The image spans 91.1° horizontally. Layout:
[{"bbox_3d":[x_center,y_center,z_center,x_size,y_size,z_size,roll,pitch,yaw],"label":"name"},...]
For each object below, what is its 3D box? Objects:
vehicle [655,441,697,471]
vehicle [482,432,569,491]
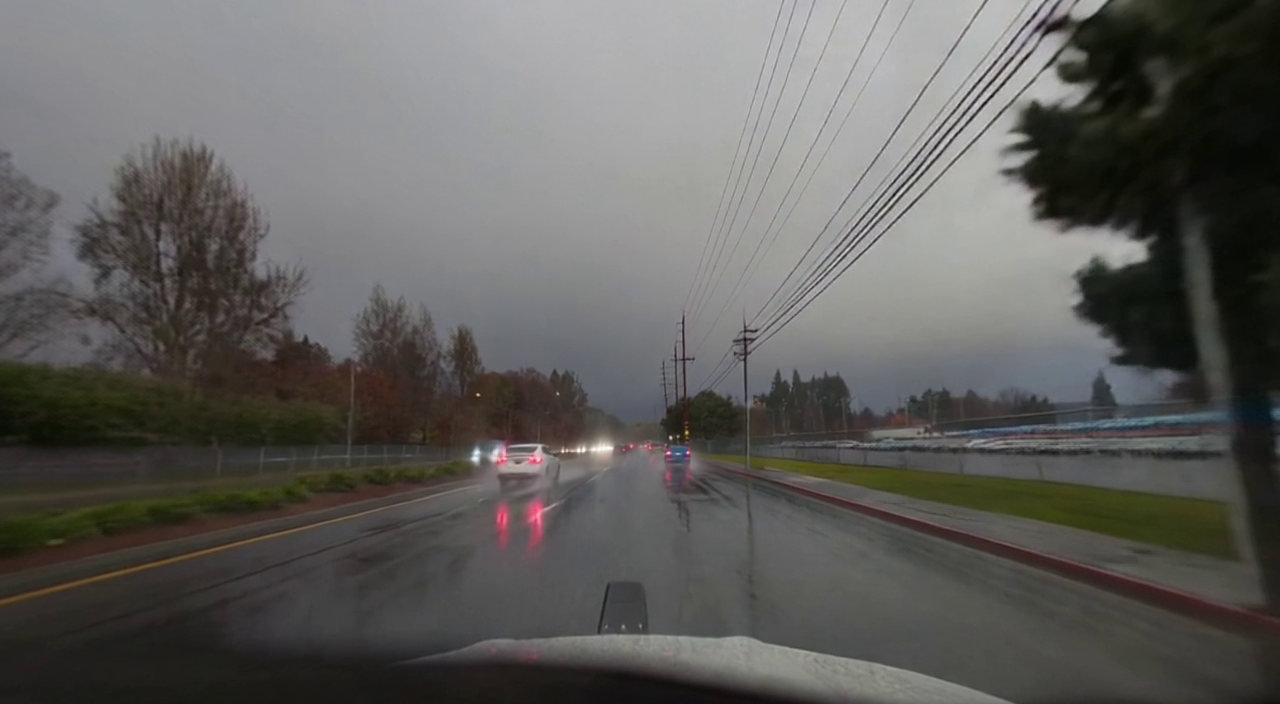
[{"bbox_3d":[1.881,5.647,34.250,2.059,1.486,3.980,0,-8,0],"label":"vehicle"},{"bbox_3d":[-3.628,3.554,20.721,1.950,1.692,4.397,-1,-8,1],"label":"vehicle"}]
